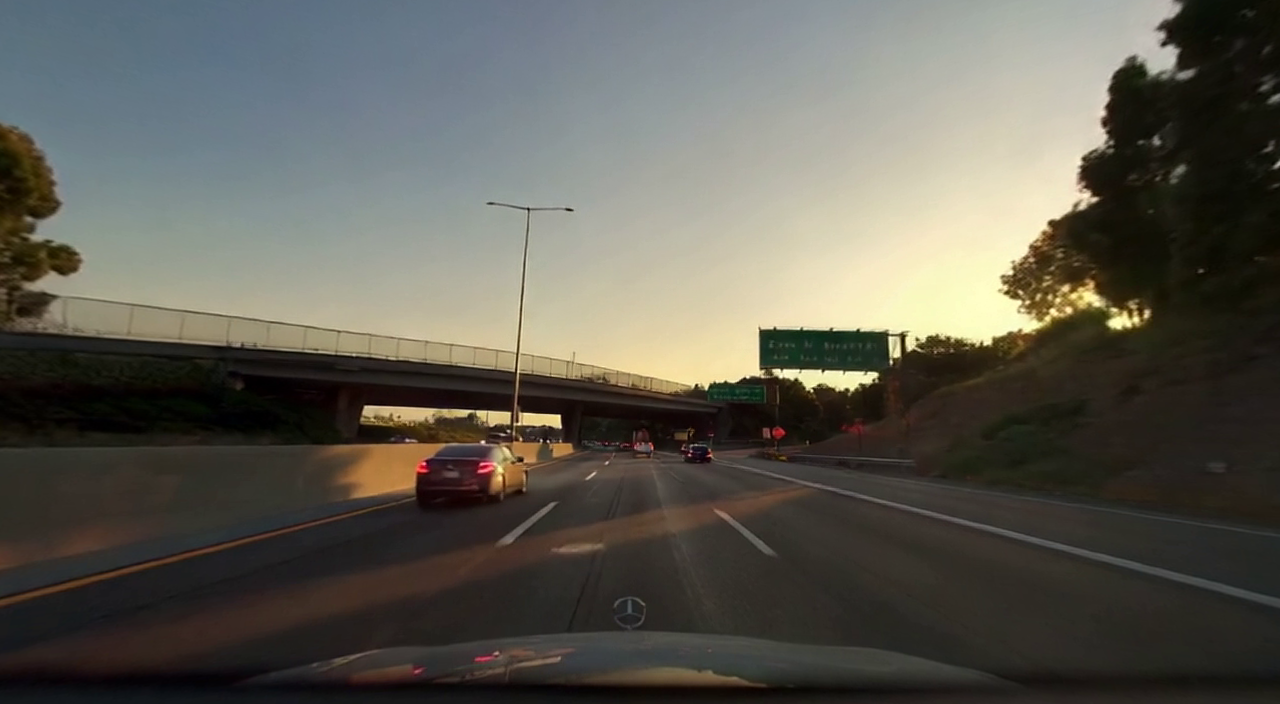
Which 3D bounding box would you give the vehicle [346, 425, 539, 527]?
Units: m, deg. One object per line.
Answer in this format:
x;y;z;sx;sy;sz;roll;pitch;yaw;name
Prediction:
-3.583;2.356;12.659;2.160;1.608;5.012;0;-8;1;vehicle
